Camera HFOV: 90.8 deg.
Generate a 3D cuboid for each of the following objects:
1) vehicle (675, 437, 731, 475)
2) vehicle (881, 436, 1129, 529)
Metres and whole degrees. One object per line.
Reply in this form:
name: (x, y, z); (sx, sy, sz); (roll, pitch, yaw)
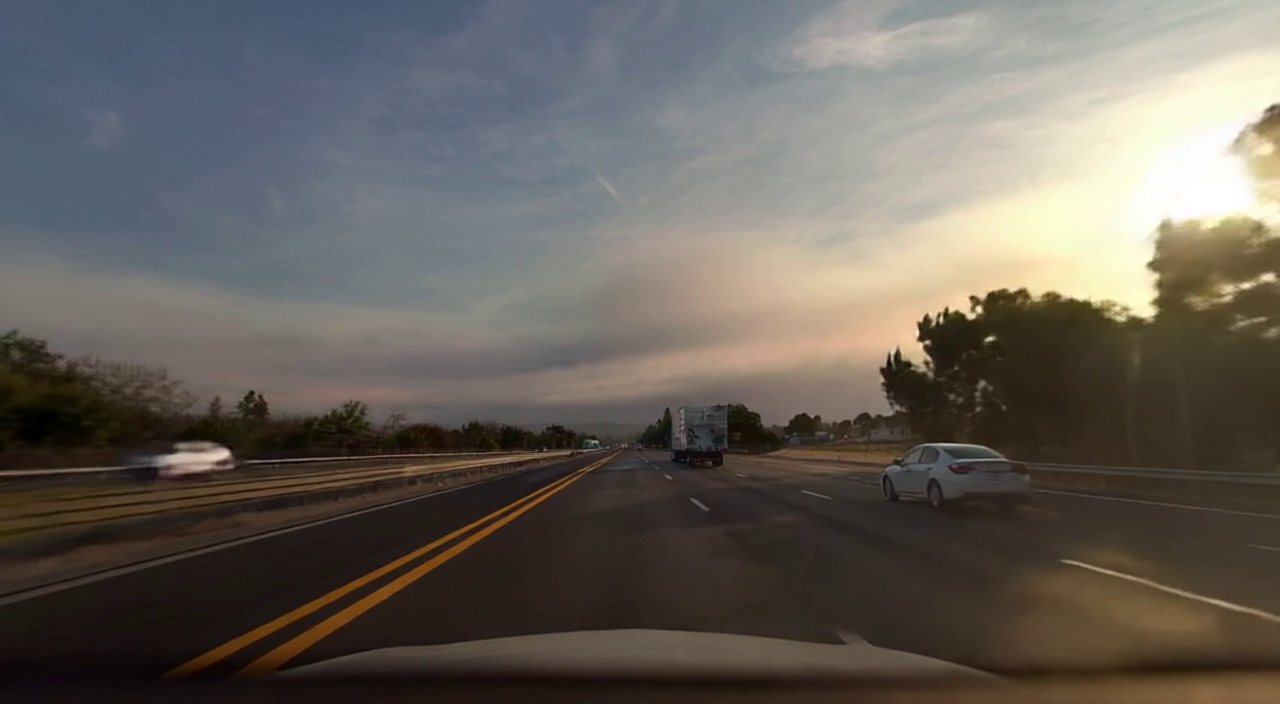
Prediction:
vehicle: (3.104, 5.271, 32.218); (2.141, 1.785, 4.778); (0, -8, -2)
vehicle: (6.980, 2.513, 12.931); (2.046, 1.509, 4.929); (0, -8, -2)
